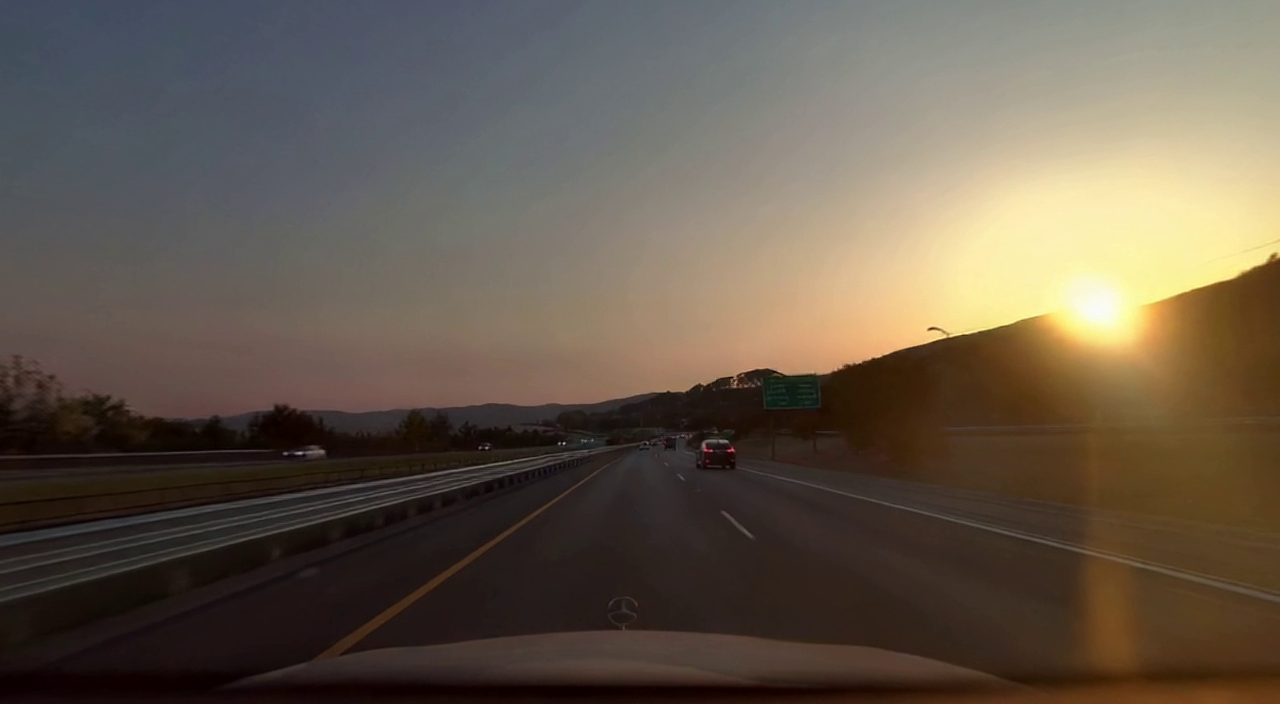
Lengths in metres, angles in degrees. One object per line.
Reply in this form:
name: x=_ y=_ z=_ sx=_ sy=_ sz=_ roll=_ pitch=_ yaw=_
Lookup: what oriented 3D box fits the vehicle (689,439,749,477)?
vehicle: x=3.429 y=4.721 z=28.144 sx=2.044 sy=1.527 sz=4.658 roll=0 pitch=-8 yaw=-1
